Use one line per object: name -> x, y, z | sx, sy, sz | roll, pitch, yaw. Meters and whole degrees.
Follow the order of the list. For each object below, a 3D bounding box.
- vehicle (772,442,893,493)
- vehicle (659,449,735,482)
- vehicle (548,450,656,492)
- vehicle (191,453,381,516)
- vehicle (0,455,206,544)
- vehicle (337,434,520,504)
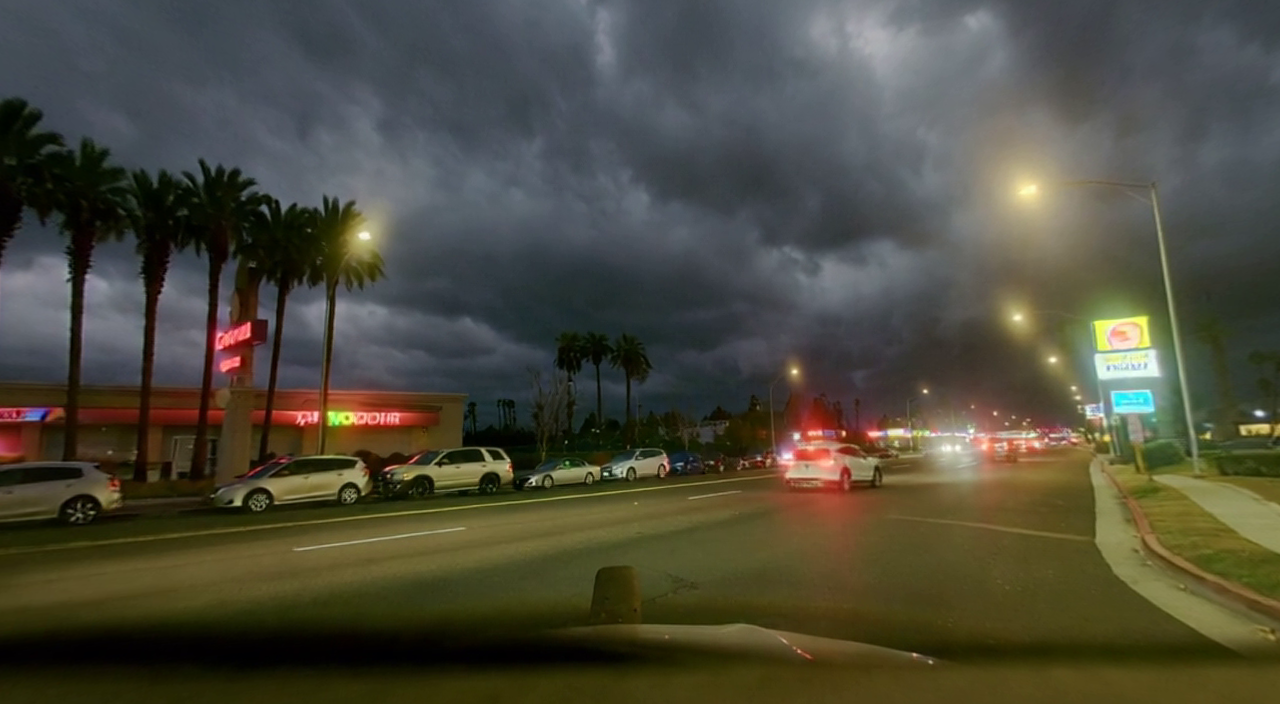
vehicle -> 6.703, 3.858, 21.520 | 2.232, 1.513, 5.090 | -6, -11, 37
vehicle -> 2.869, 5.504, 30.876 | 1.776, 1.448, 4.137 | -6, -11, 37
vehicle -> -1.409, 4.650, 25.001 | 1.837, 1.468, 4.389 | -6, -11, 37
vehicle -> -10.567, 3.900, 19.135 | 1.900, 1.615, 4.573 | -6, -11, 37
vehicle -> -11.440, 2.739, 12.004 | 1.854, 1.482, 4.756 | -6, -11, 37
vehicle -> -6.175, 3.596, 18.994 | 1.989, 1.792, 4.884 | -9, -15, 35
